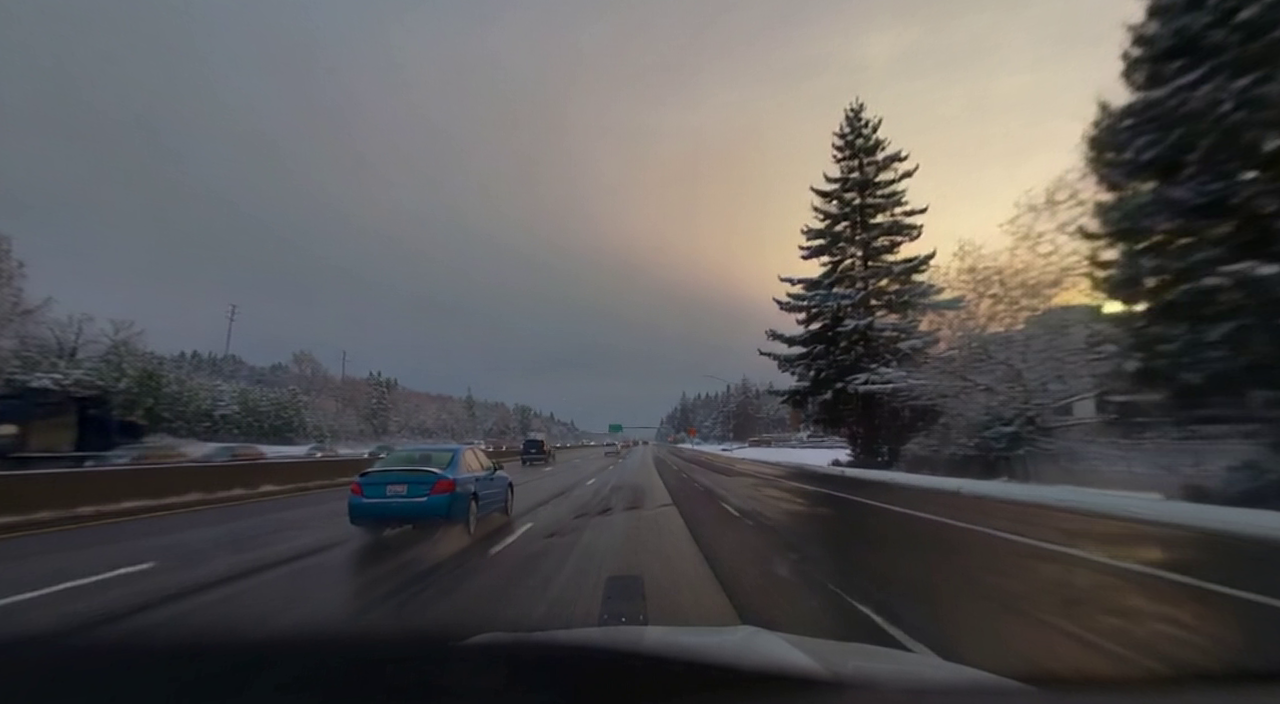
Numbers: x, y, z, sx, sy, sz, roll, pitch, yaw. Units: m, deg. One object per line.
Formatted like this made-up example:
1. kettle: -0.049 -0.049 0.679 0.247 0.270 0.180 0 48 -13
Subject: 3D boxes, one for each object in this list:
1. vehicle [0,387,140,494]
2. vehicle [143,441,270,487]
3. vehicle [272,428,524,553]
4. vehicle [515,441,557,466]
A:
1. vehicle: -24.755 3.385 23.982 2.925 3.853 10.259 0 -9 0
2. vehicle: -17.140 4.431 25.253 1.924 1.626 4.359 0 -9 1
3. vehicle: -3.536 2.132 10.526 2.144 1.565 4.951 -1 -9 1
4. vehicle: -7.234 7.105 44.209 2.118 1.675 4.395 0 -9 1
